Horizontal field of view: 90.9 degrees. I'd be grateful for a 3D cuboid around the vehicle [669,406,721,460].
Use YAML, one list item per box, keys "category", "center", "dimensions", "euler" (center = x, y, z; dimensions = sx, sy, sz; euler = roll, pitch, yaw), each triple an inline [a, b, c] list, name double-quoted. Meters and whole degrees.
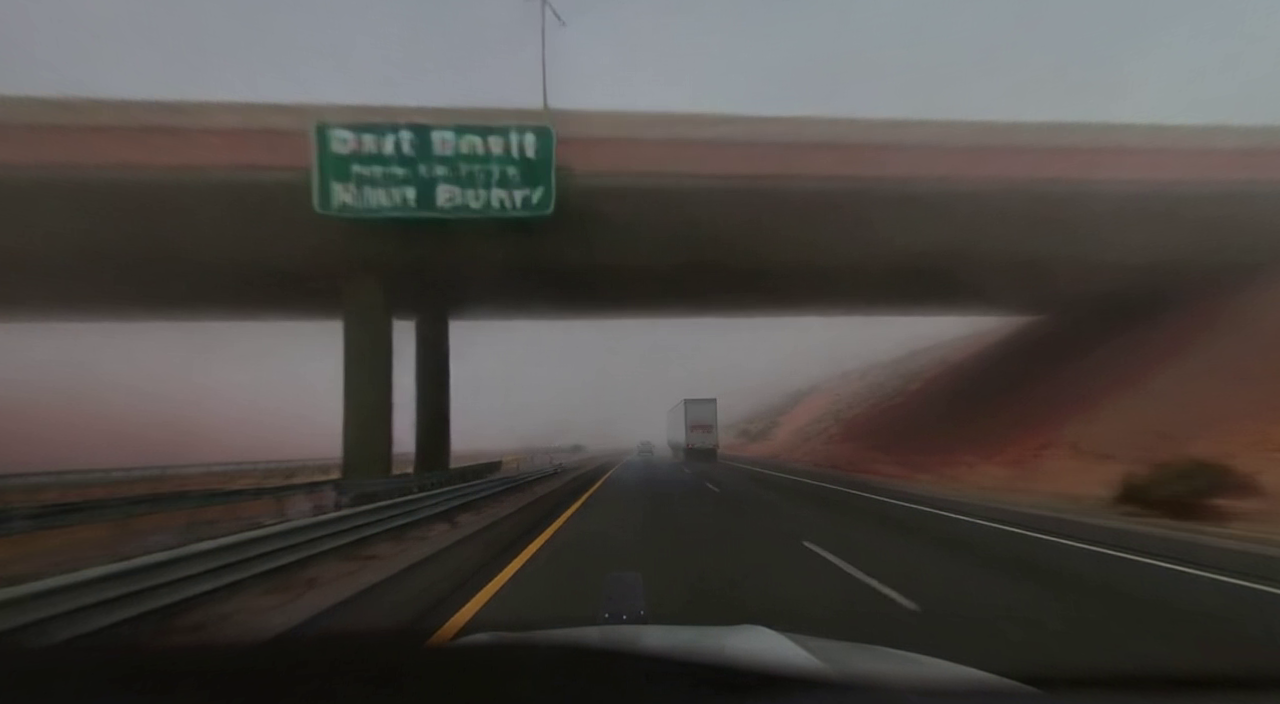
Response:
- category: "vehicle"
  center: [4.123, 6.471, 49.781]
  dimensions: [3.024, 3.834, 10.128]
  euler: [0, -8, -1]
